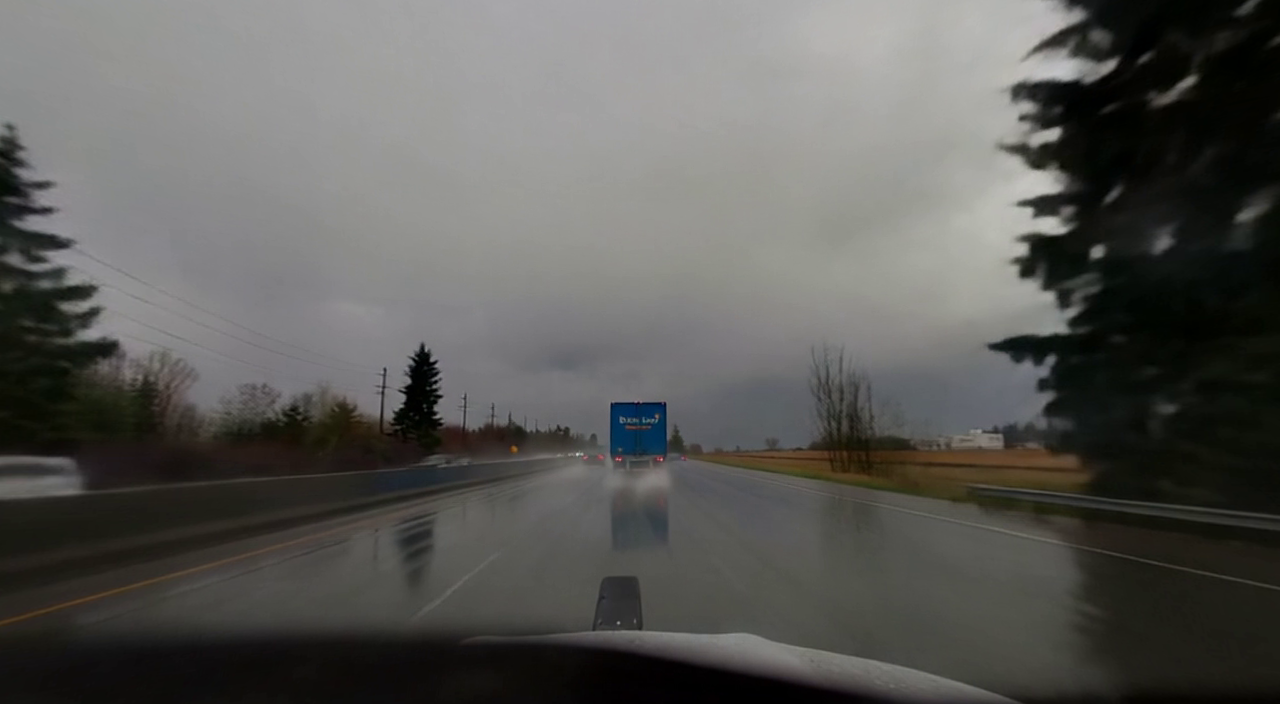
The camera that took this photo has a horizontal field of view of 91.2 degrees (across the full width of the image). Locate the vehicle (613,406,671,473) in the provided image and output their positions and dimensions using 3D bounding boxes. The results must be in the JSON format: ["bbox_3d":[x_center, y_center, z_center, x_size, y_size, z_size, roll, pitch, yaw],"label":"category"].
[{"bbox_3d":[0.107,6.708,47.032,3.537,4.071,17.399,0,-9,0],"label":"vehicle"}]
